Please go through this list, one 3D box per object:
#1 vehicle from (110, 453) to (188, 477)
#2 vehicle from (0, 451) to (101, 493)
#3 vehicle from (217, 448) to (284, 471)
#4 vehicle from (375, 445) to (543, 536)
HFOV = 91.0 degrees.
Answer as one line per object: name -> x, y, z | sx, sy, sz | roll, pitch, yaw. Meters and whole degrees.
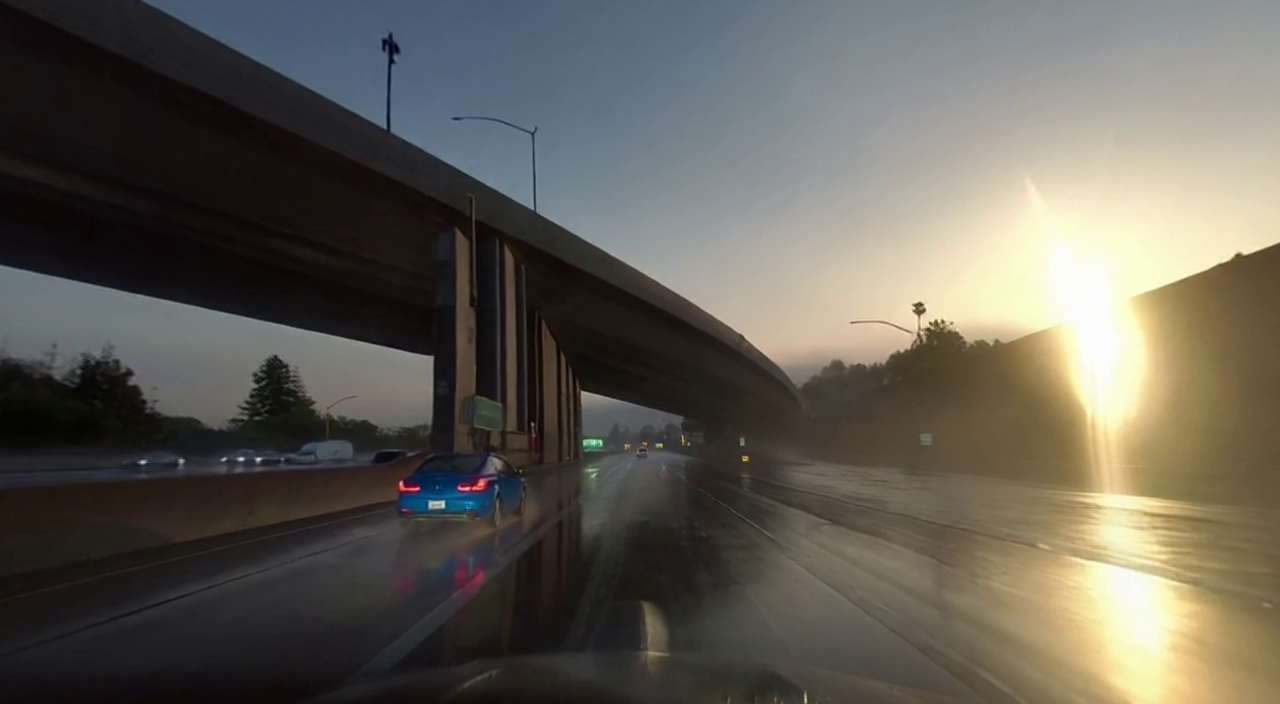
vehicle -> -33.818, 7.756, 43.537 | 1.759, 1.475, 4.440 | 0, -8, 1
vehicle -> -23.850, 4.658, 24.802 | 1.711, 1.454, 3.911 | 0, -9, 0
vehicle -> -29.923, 8.252, 48.561 | 1.950, 1.584, 4.891 | 0, -8, 0
vehicle -> -3.308, 2.602, 12.479 | 2.044, 1.478, 4.114 | 0, -9, 1
